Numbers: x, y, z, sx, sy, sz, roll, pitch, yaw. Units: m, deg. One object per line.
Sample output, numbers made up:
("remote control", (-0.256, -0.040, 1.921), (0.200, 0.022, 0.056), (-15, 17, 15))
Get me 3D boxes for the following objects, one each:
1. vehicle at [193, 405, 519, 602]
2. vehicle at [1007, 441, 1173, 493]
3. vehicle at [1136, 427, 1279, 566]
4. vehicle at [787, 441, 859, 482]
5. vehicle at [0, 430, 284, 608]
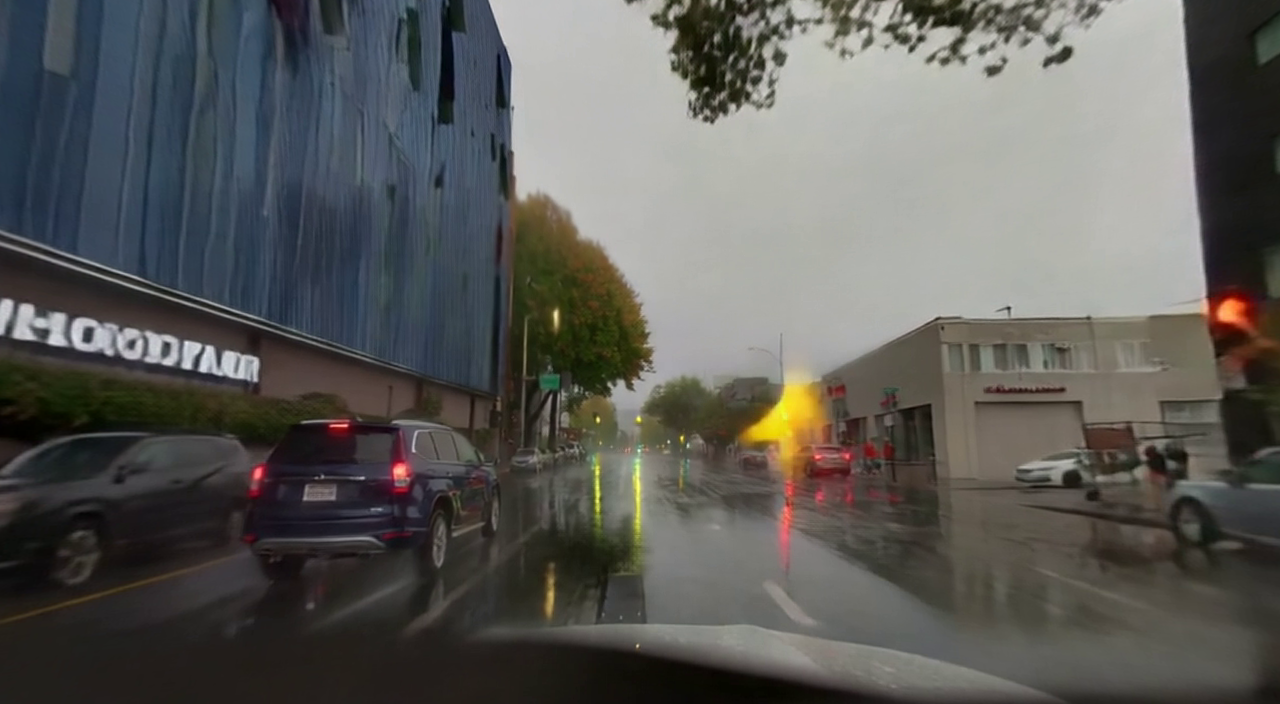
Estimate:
("vehicle", (-2.999, 1.699, 7.967), (2.002, 1.756, 4.366), (-1, -8, 1))
("vehicle", (17.118, 4.375, 24.229), (4.693, 1.827, 2.098), (0, -9, 0))
("vehicle", (9.029, 1.871, 7.824), (2.005, 1.726, 4.658), (5, -8, -1))
("vehicle", (9.329, 5.607, 32.726), (2.129, 1.929, 5.537), (-1, -8, 1))
("vehicle", (-6.873, 1.931, 8.278), (1.825, 1.679, 4.336), (-1, -8, 1))
